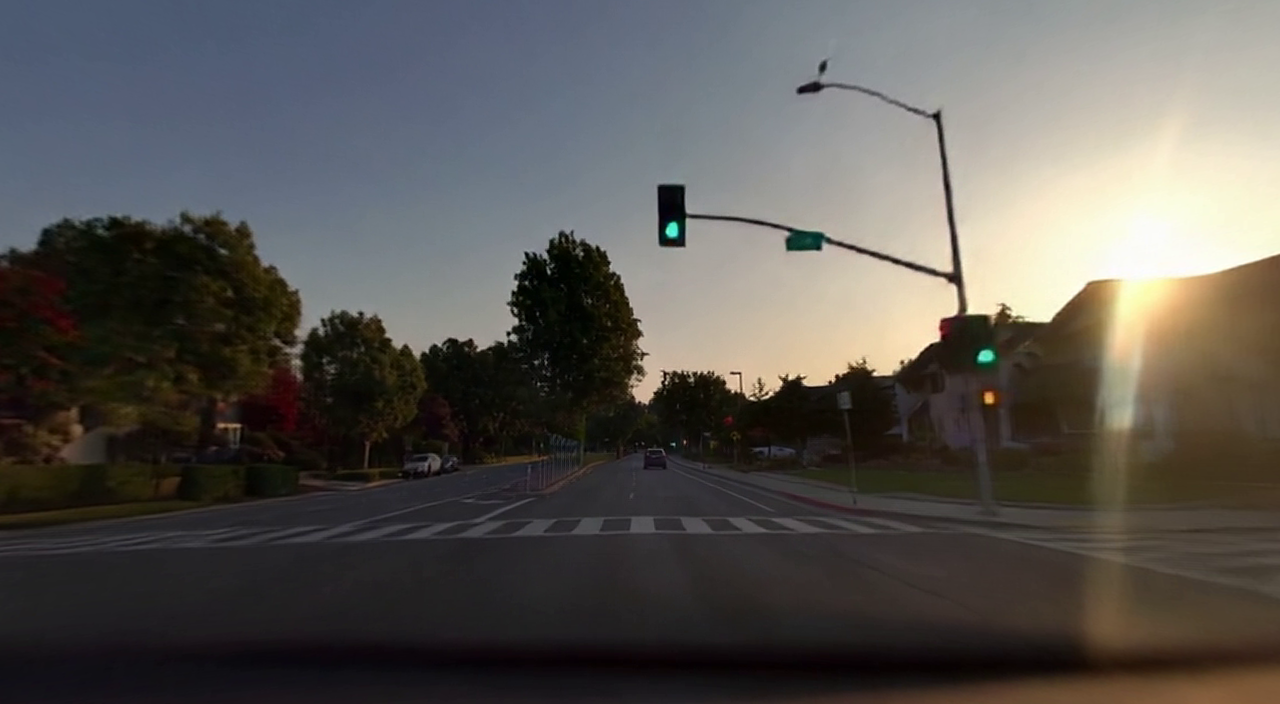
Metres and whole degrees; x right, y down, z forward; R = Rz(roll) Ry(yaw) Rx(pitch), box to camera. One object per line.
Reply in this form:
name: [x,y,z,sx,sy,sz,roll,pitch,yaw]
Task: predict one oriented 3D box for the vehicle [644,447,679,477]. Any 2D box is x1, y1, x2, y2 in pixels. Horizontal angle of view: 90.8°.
vehicle: [1.351,7.152,41.368,2.215,1.799,4.426,0,-9,0]
